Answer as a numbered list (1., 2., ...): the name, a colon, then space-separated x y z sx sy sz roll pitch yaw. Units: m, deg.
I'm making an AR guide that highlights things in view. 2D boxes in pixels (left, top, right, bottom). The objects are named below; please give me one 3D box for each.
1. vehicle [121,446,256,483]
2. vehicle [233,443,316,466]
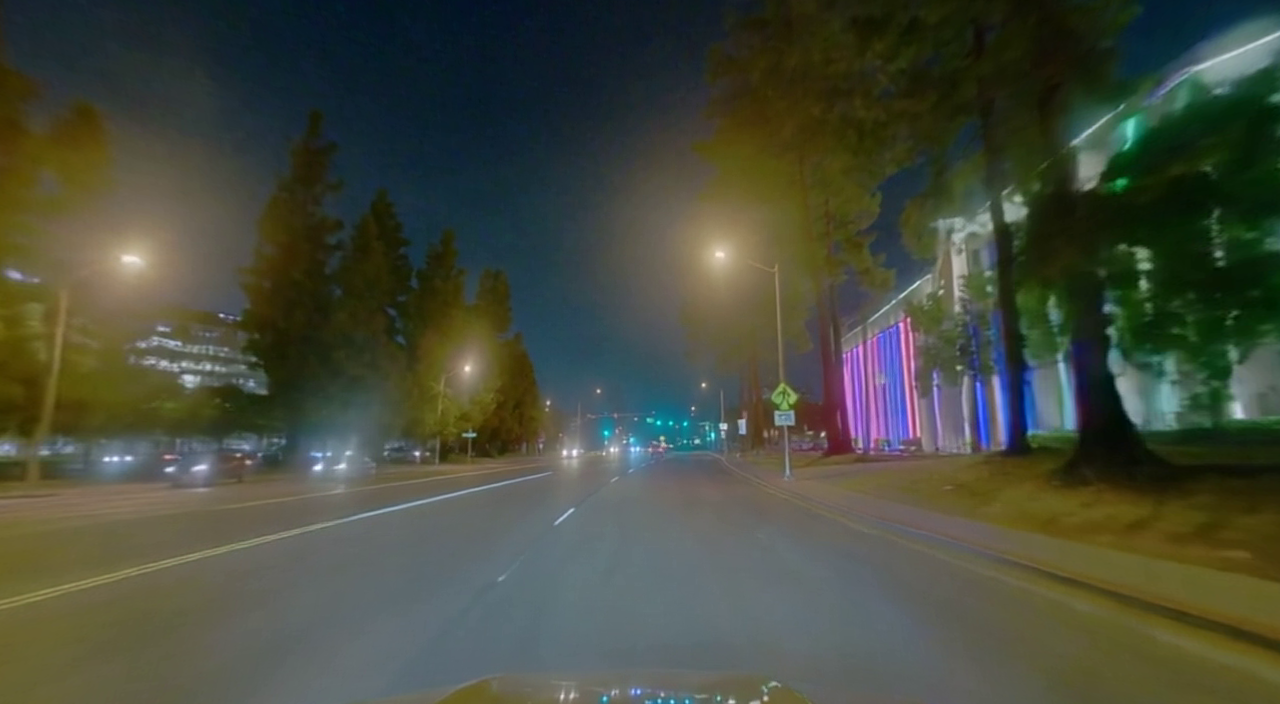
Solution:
1. vehicle: -20.579 5.108 28.713 4.783 1.579 2.157 -1 -9 9
2. vehicle: -26.327 7.379 45.255 4.816 1.655 1.928 -1 -9 4
